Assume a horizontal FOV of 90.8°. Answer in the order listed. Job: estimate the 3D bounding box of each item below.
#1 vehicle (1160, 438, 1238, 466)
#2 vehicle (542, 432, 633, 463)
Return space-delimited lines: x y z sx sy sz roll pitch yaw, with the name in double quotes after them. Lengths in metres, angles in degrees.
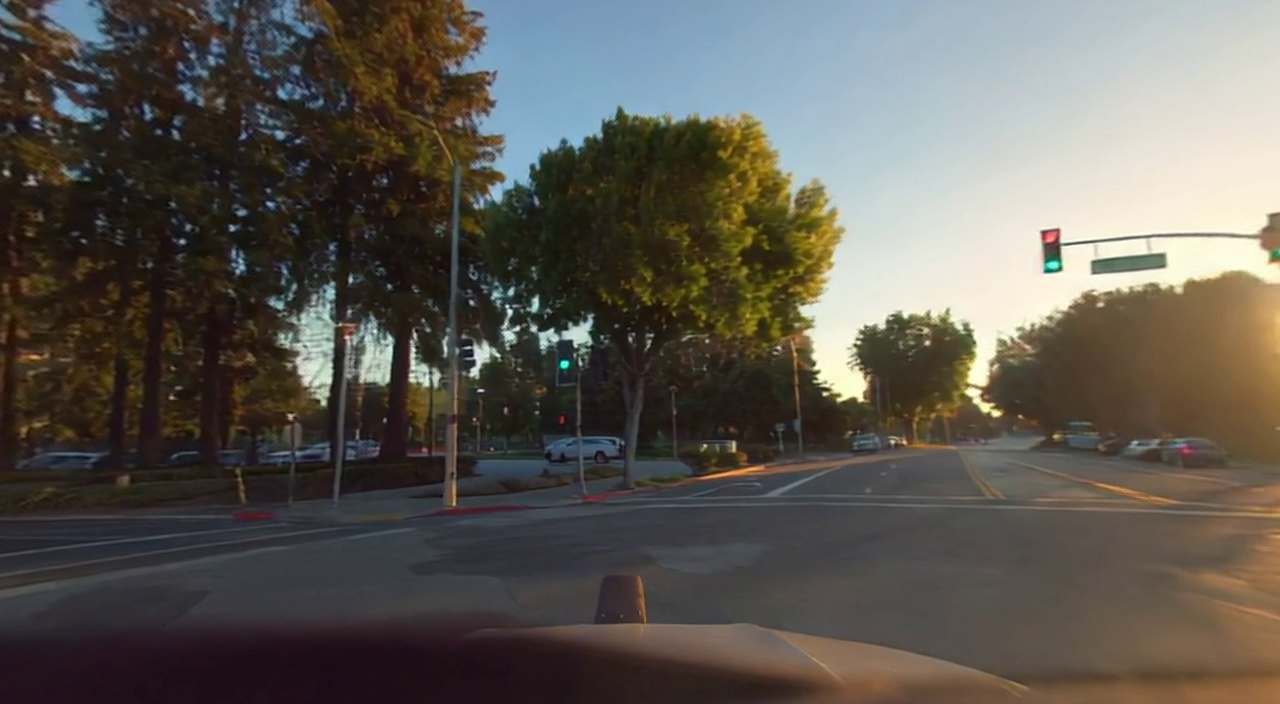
31.913 5.719 36.233 1.893 1.454 4.483 -4 -9 23 "vehicle"
-2.940 5.400 35.537 4.765 1.593 1.891 -4 -9 21 "vehicle"
